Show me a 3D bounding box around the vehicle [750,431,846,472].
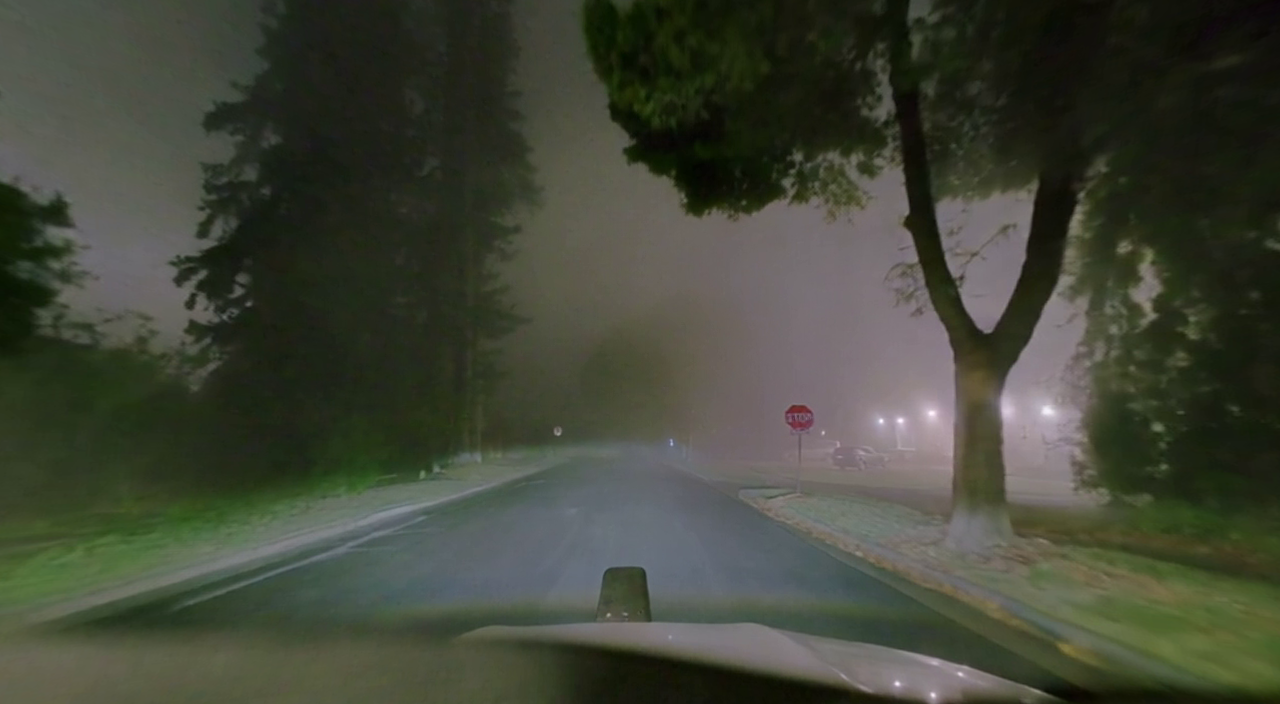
[{"bbox_3d":[9.714,6.104,39.103,5.239,1.933,2.131,-5,-5,-3],"label":"vehicle"}]

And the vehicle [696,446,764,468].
[{"bbox_3d":[5.887,6.957,41.761,4.229,1.402,1.811,0,-9,0],"label":"vehicle"}]

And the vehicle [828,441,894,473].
[{"bbox_3d":[11.607,5.429,32.955,2.004,1.511,4.494,-6,-10,35],"label":"vehicle"}]
